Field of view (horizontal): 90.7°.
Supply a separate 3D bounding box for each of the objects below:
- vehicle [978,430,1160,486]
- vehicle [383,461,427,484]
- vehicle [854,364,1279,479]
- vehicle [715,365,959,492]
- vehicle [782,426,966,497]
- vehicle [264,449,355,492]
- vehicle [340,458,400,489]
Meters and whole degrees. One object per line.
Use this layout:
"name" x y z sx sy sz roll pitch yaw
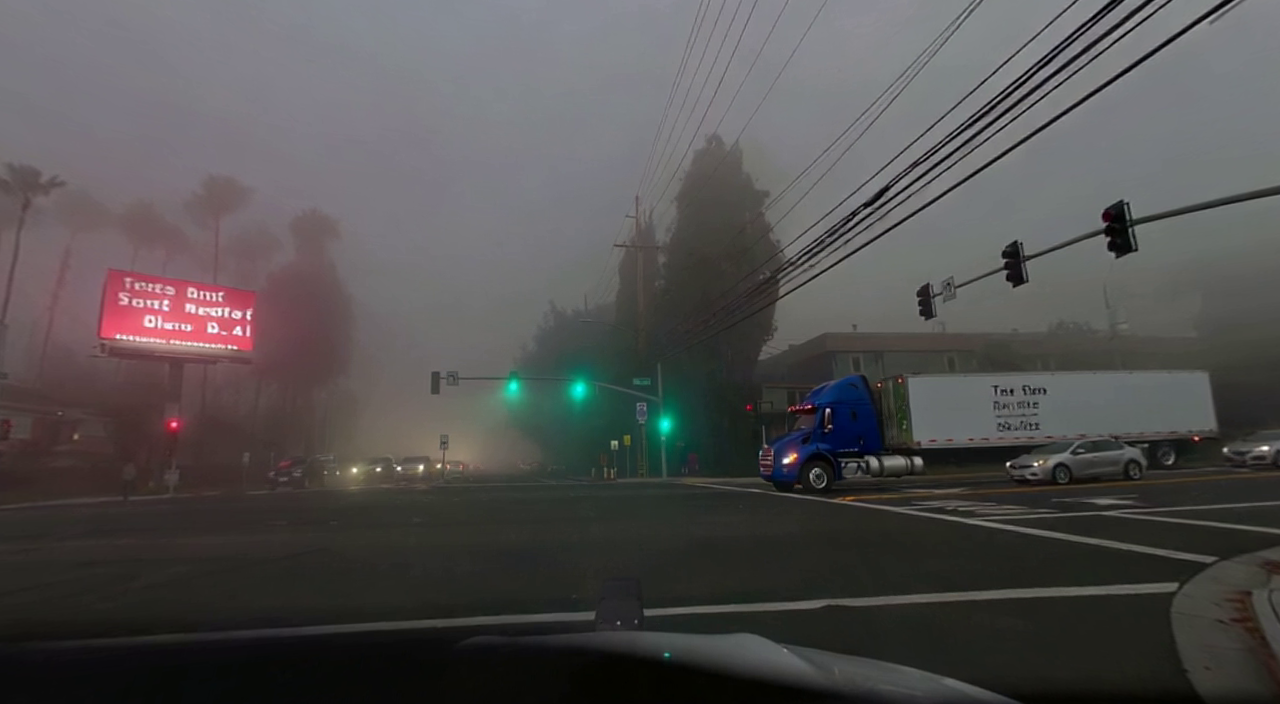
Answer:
"vehicle" 14.591 3.632 21.683 4.958 1.510 1.949 -2 -10 -8
"vehicle" -18.251 9.377 49.367 1.834 1.521 4.970 0 -9 -4
"vehicle" 17.472 2.849 25.727 17.071 4.151 2.876 1 -9 -9
"vehicle" 7.281 2.904 24.058 8.167 4.352 3.029 1 -9 -9
"vehicle" 7.603 3.593 20.835 5.079 1.893 2.200 -2 -10 -10
"vehicle" -21.850 7.836 42.274 2.989 2.573 6.053 0 -9 -2
"vehicle" -17.455 7.848 41.181 2.028 1.744 4.876 0 -9 -4
